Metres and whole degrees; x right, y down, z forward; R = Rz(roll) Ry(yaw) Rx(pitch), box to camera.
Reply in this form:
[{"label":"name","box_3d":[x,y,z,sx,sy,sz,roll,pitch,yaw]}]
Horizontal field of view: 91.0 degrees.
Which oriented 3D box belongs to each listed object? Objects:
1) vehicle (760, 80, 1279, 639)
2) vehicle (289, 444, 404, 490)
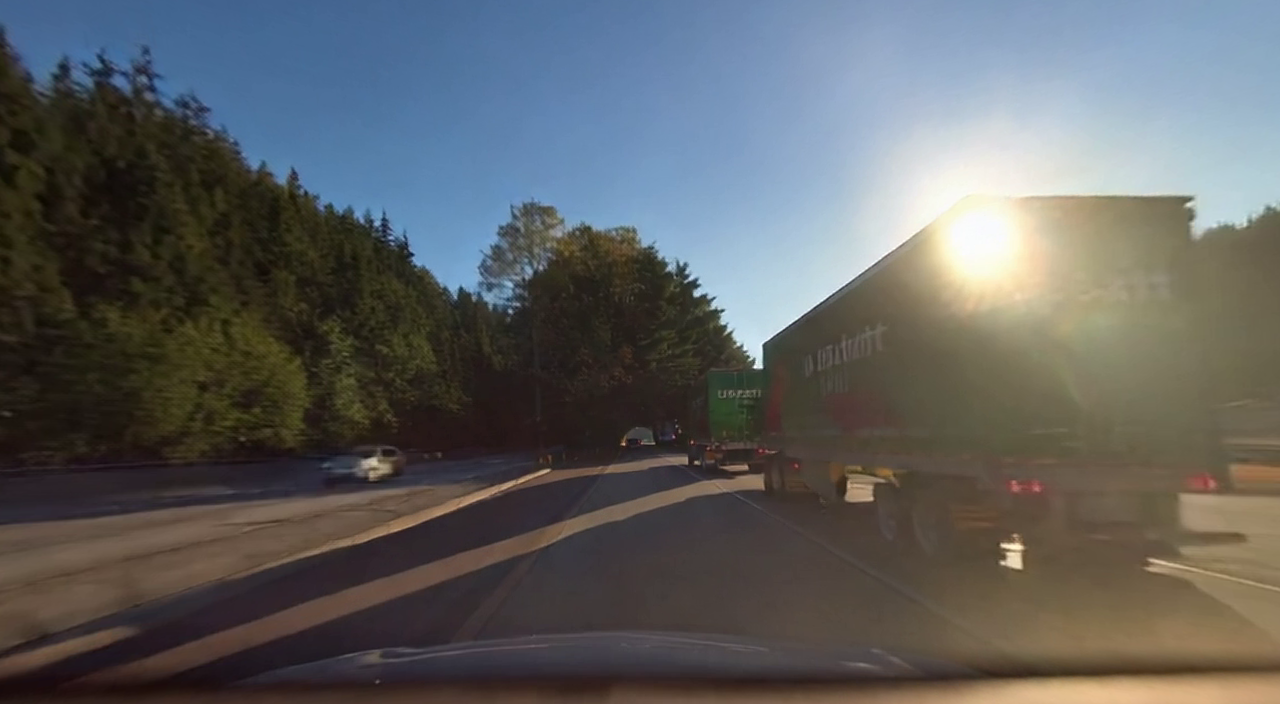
[{"label":"vehicle","box_3d":[4.034,0.507,8.441,3.006,3.850,8.310,0,-8,-1]},{"label":"vehicle","box_3d":[-10.326,4.039,22.570,2.013,1.448,4.434,0,-8,-1]}]
